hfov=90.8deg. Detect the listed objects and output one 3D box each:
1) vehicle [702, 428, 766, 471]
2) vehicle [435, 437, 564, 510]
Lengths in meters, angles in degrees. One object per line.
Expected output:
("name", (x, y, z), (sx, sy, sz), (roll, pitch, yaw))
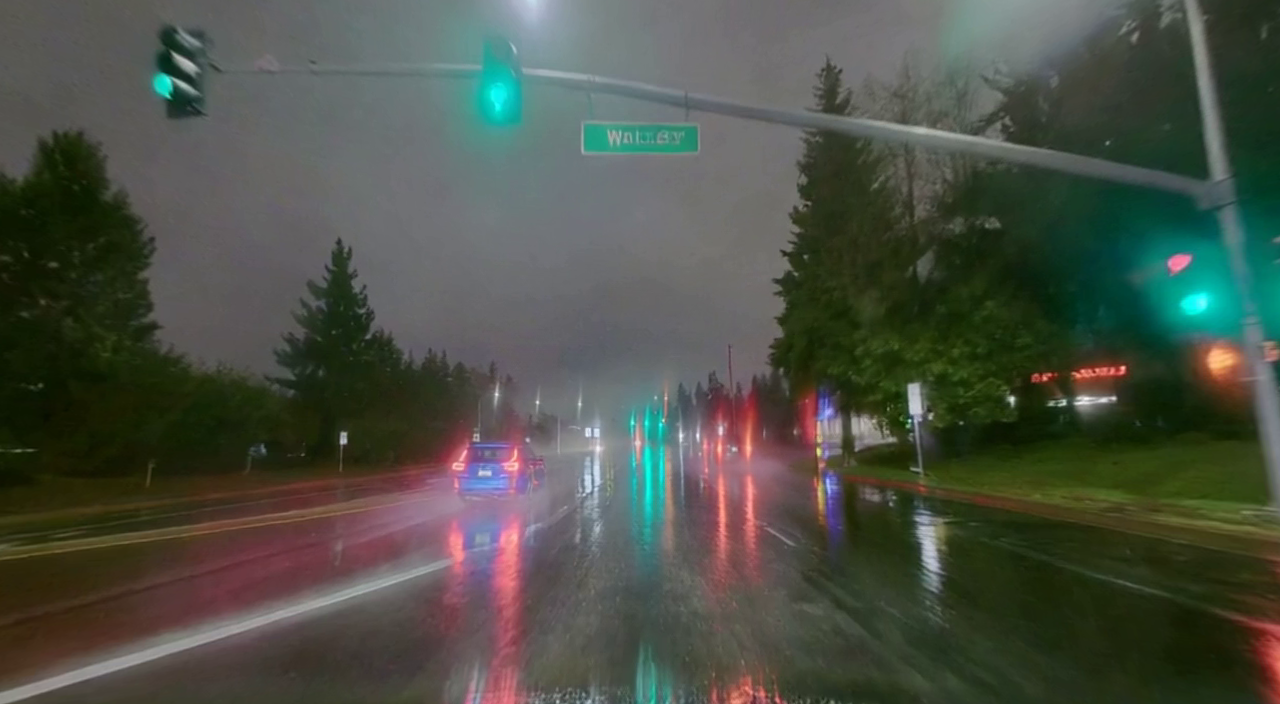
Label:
("vehicle", (4.716, 5.028, 32.728), (2.476, 2.016, 5.586), (0, -8, 0))
("vehicle", (-3.118, 2.775, 15.008), (2.017, 1.470, 4.293), (0, -8, 1))
